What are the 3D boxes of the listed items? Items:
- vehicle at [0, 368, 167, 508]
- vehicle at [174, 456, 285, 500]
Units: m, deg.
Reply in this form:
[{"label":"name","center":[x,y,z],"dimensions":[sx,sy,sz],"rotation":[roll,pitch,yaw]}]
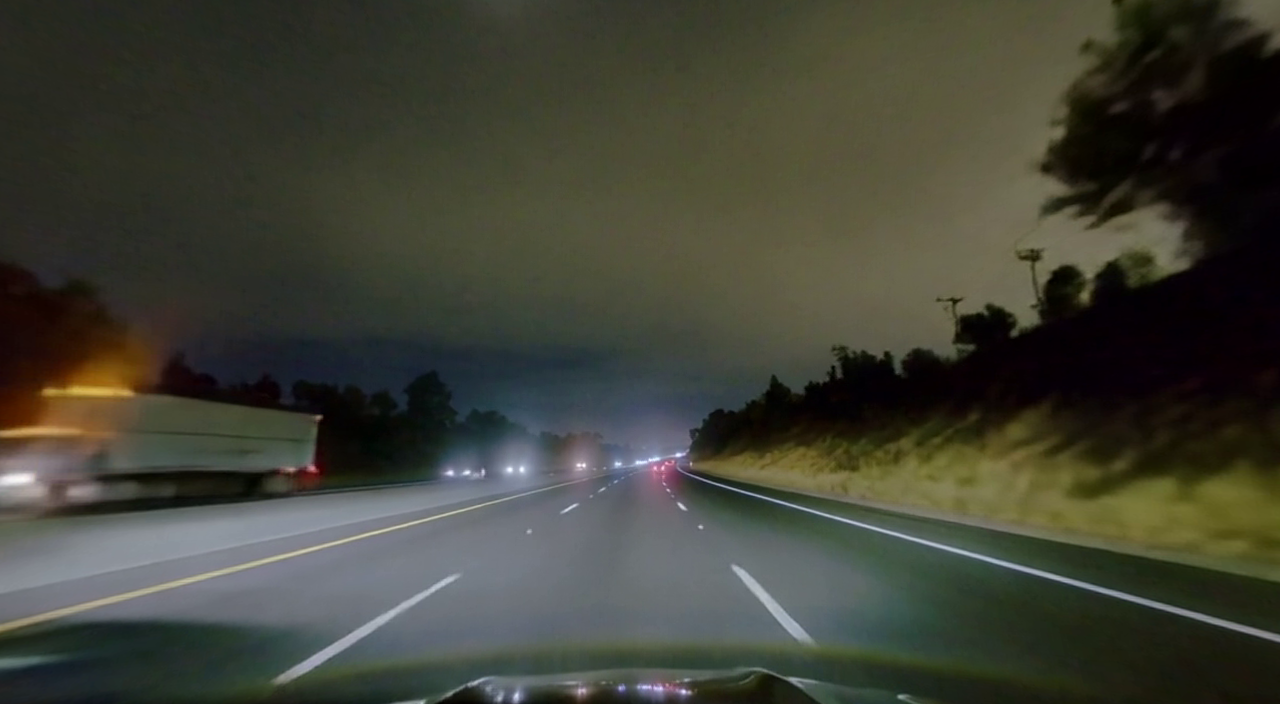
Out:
[{"label":"vehicle","center":[-19.689,2.954,20.903],"dimensions":[2.984,3.962,5.856],"rotation":[1,-11,1]},{"label":"vehicle","center":[-15.480,4.769,24.038],"dimensions":[1.690,1.505,3.744],"rotation":[1,-11,-1]}]
